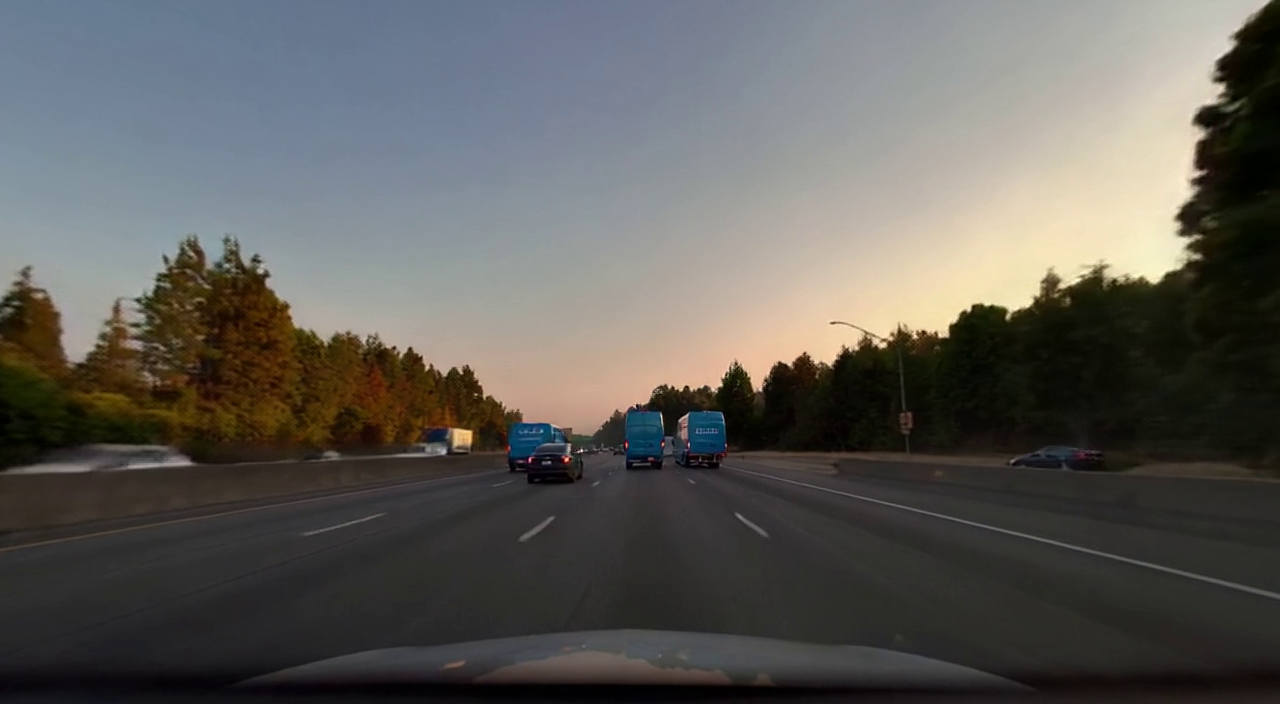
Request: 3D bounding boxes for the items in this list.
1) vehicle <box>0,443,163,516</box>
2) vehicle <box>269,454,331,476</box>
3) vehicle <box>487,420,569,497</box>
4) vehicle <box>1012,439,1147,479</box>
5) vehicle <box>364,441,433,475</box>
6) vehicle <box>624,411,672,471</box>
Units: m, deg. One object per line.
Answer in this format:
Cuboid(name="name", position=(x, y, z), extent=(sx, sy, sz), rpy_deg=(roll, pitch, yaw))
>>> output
Cuboid(name="vehicle", position=(-13.404, 2.789, 14.205), extent=(1.835, 1.418, 4.358), rpy_deg=(0, -9, 1))
Cuboid(name="vehicle", position=(-23.905, 7.913, 44.536), extent=(1.813, 1.448, 4.550), rpy_deg=(0, -9, 0))
Cuboid(name="vehicle", position=(-3.529, 3.432, 20.523), extent=(2.033, 2.234, 3.490), rpy_deg=(0, -9, -1))
Cuboid(name="vehicle", position=(19.968, 4.848, 28.869), extent=(2.108, 1.659, 4.515), rpy_deg=(6, -11, -33))
Cuboid(name="vehicle", position=(-13.113, 5.794, 34.557), extent=(2.029, 1.703, 4.156), rpy_deg=(0, -9, 1))
Cuboid(name="vehicle", position=(0.474, 6.864, 48.330), extent=(3.201, 4.019, 10.918), rpy_deg=(0, -9, -1))
